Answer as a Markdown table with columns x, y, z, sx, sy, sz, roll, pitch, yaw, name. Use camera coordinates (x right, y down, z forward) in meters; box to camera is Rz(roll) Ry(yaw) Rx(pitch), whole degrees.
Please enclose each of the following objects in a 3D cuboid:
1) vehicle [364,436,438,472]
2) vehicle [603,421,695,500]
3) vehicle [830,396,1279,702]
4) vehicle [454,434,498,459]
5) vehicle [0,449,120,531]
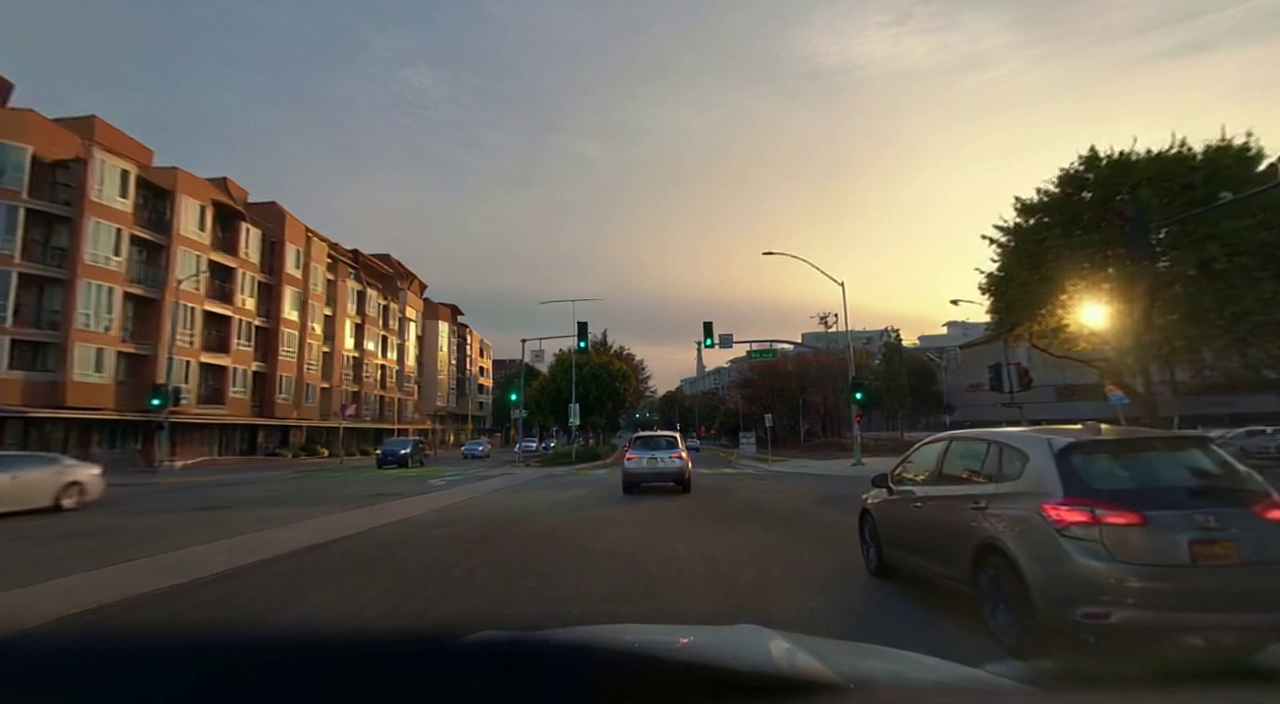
| x | y | z | sx | sy | sz | roll | pitch | yaw | name |
| --- | --- | --- | --- | --- | --- | --- | --- | --- | --- |
| -12.725 | 5.448 | 34.045 | 1.964 | 1.712 | 5.236 | 0 | -8 | 0 | vehicle |
| 0.329 | 2.989 | 17.894 | 2.206 | 1.858 | 5.332 | -1 | -8 | 3 | vehicle |
| 3.264 | 1.342 | 5.500 | 1.906 | 1.608 | 4.137 | 0 | -8 | 0 | vehicle |
| -12.677 | 7.334 | 49.186 | 2.076 | 1.836 | 4.847 | 0 | -8 | 1 | vehicle |
| -13.007 | 2.685 | 12.336 | 1.943 | 1.487 | 4.472 | 0 | -8 | -1 | vehicle |
